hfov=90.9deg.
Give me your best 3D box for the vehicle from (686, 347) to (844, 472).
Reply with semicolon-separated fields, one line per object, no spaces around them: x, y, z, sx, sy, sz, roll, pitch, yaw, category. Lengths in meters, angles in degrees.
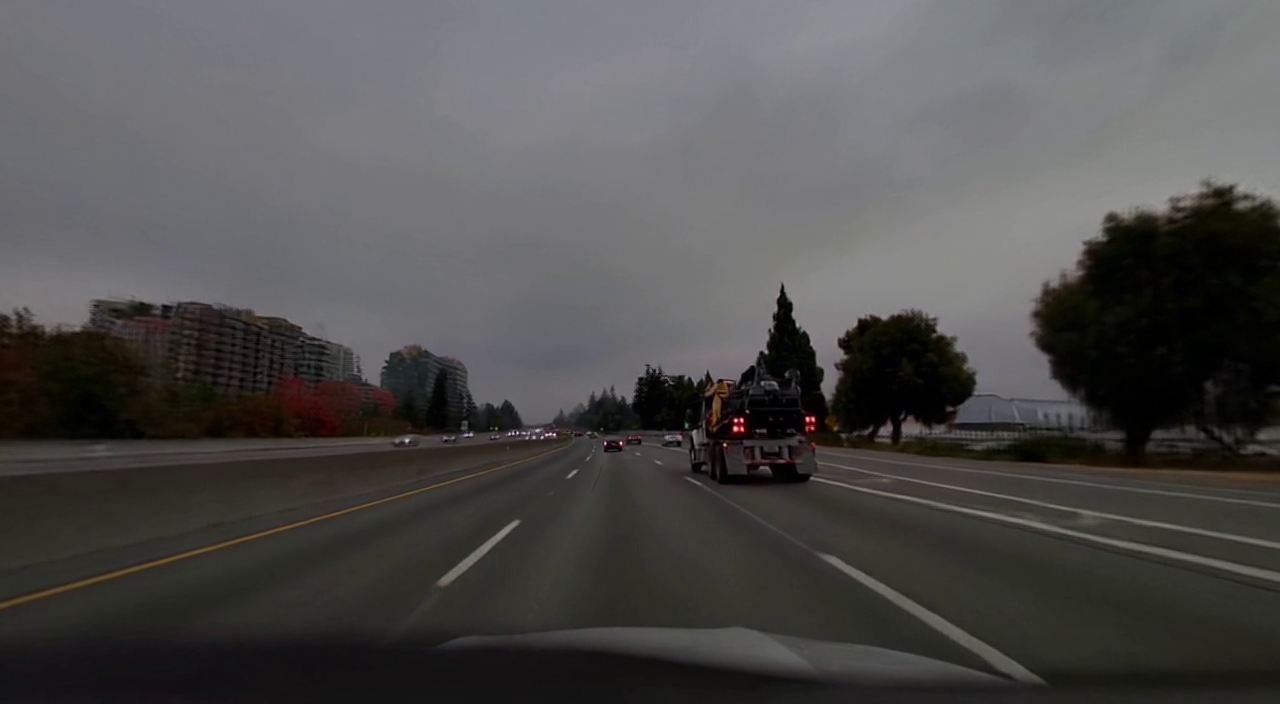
3.485;2.006;20.113;2.833;3.180;8.004;1;-8;-4;vehicle
